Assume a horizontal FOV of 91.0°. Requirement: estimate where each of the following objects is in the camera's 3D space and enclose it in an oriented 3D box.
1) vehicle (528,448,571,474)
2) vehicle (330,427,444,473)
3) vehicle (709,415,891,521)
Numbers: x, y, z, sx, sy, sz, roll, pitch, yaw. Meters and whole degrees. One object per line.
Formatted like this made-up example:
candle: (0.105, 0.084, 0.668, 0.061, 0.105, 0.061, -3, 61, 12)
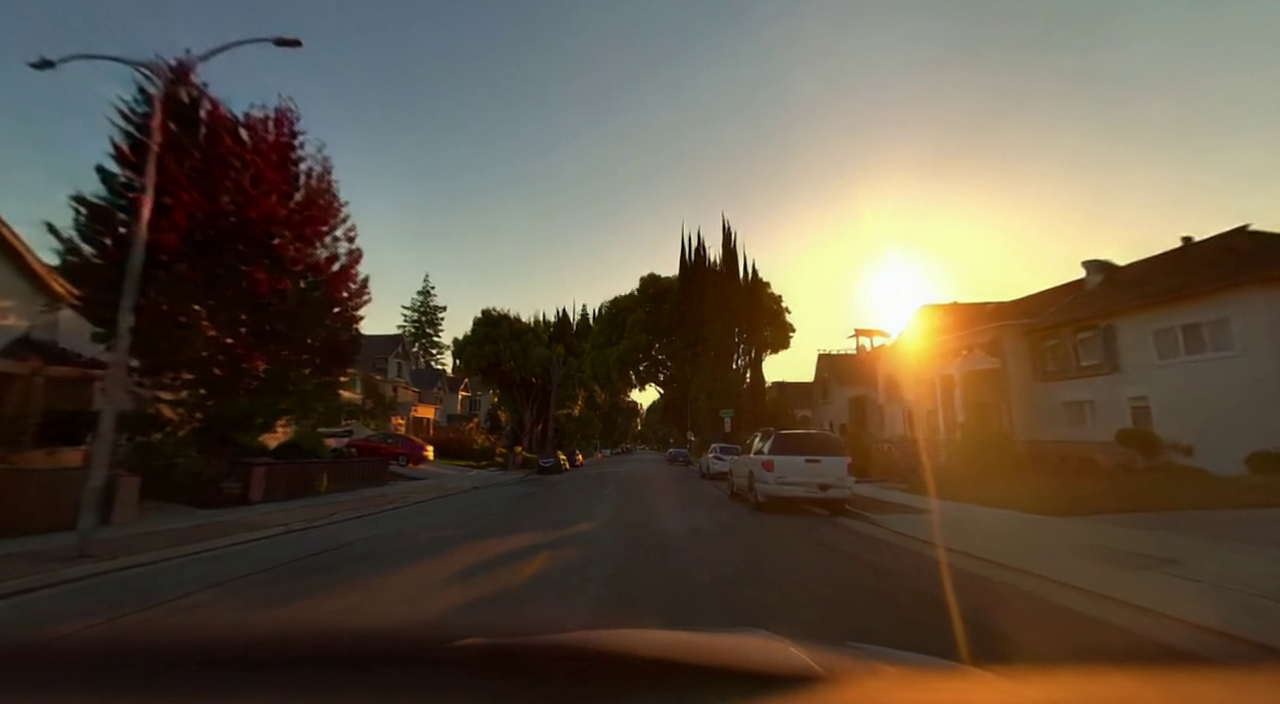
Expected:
vehicle: (-5.795, 7.048, 40.986, 2.027, 1.544, 4.959, -1, -9, 1)
vehicle: (-13.072, 5.078, 32.784, 4.837, 1.897, 2.228, 4, -8, 5)
vehicle: (3.799, 2.991, 16.996, 2.952, 2.216, 7.033, 0, -8, -1)
